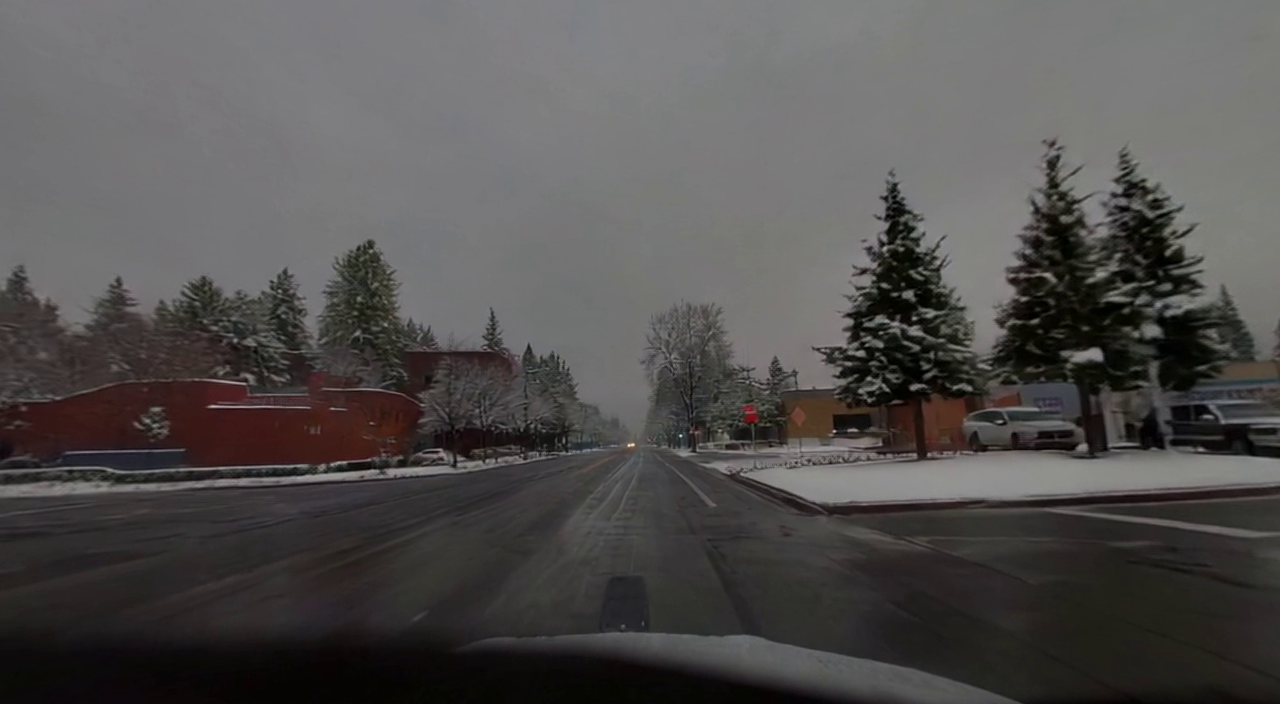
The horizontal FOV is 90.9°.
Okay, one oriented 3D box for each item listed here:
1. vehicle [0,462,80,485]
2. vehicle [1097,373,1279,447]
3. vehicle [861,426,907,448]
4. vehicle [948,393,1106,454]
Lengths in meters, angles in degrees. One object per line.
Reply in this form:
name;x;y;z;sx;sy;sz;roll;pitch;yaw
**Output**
vehicle;-46.027;9.296;48.421;1.839;1.599;4.540;0;-8;-1
vehicle;16.807;1.869;19.237;2.027;1.910;4.824;-3;-8;1
vehicle;17.545;6.124;45.223;1.824;1.499;3.812;-7;-11;39
vehicle;11.641;2.279;19.498;2.036;1.636;4.995;0;-8;5
